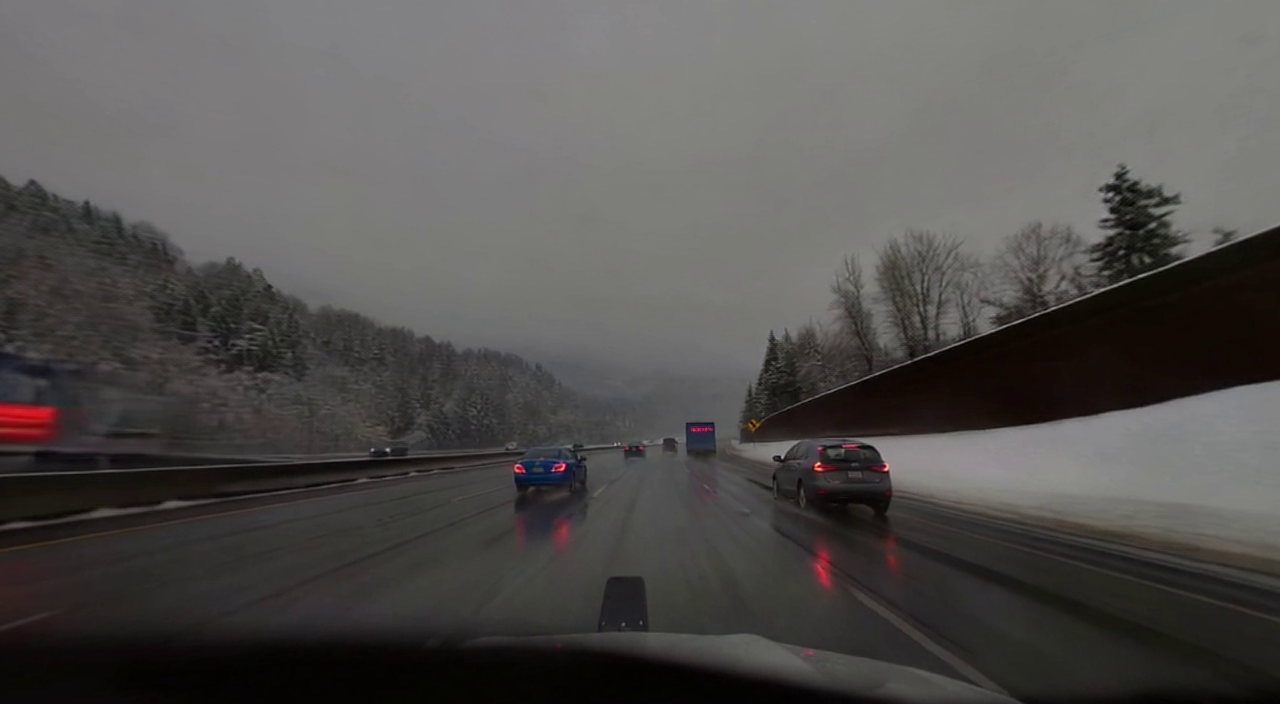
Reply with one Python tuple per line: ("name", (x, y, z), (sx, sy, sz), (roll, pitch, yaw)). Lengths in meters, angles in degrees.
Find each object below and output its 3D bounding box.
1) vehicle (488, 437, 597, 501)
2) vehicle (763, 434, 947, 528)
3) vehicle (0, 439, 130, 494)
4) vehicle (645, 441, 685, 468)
("vehicle", (-2.478, 3.119, 17.369), (2.031, 1.491, 4.792), (-1, -8, 3))
("vehicle", (3.863, 2.383, 12.276), (2.013, 1.464, 4.317), (1, -8, -1))
("vehicle", (-19.707, 3.667, 20.624), (2.238, 1.585, 4.473), (0, -8, 1))
("vehicle", (1.484, 5.988, 37.086), (2.202, 1.467, 3.929), (-1, -8, 2))
